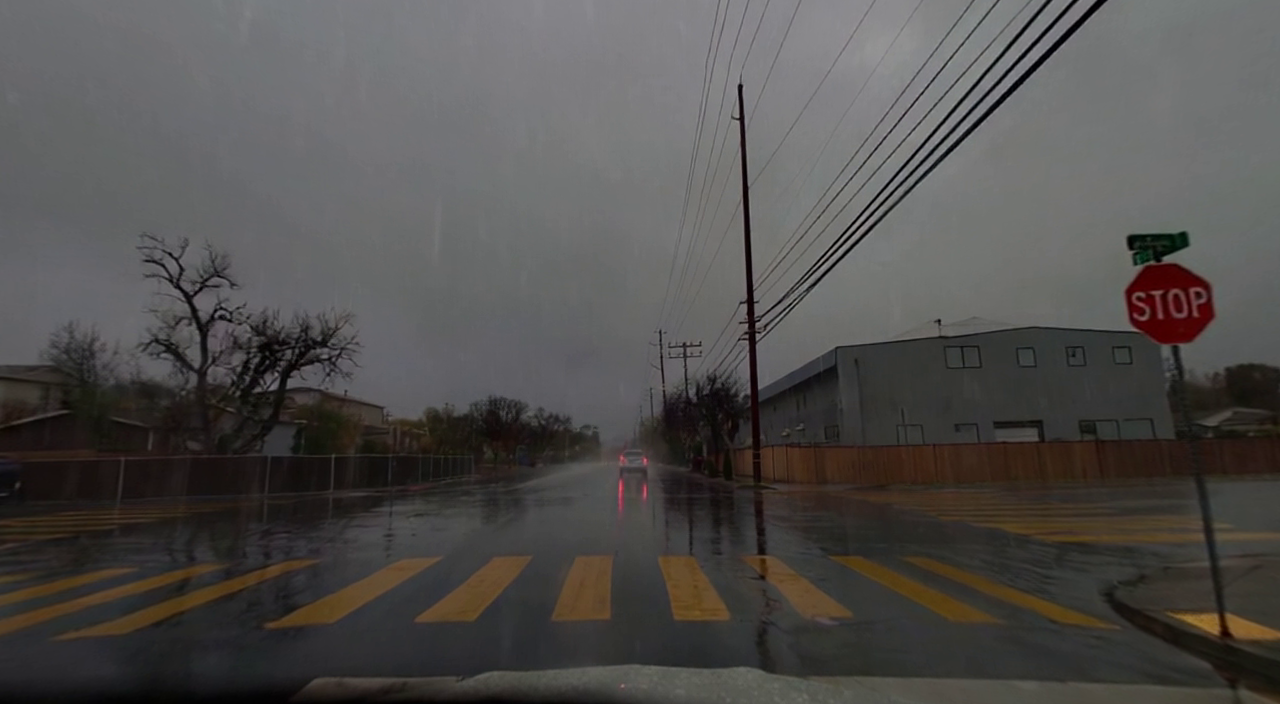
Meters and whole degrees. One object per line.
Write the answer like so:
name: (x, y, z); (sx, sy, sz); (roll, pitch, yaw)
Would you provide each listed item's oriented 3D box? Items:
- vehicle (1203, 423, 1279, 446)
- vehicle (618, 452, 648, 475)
vehicle: (44.576, 6.053, 46.033); (2.251, 1.596, 5.193); (-1, -8, 0)
vehicle: (-0.493, 7.990, 45.404); (2.064, 1.477, 3.968); (0, -9, 0)
